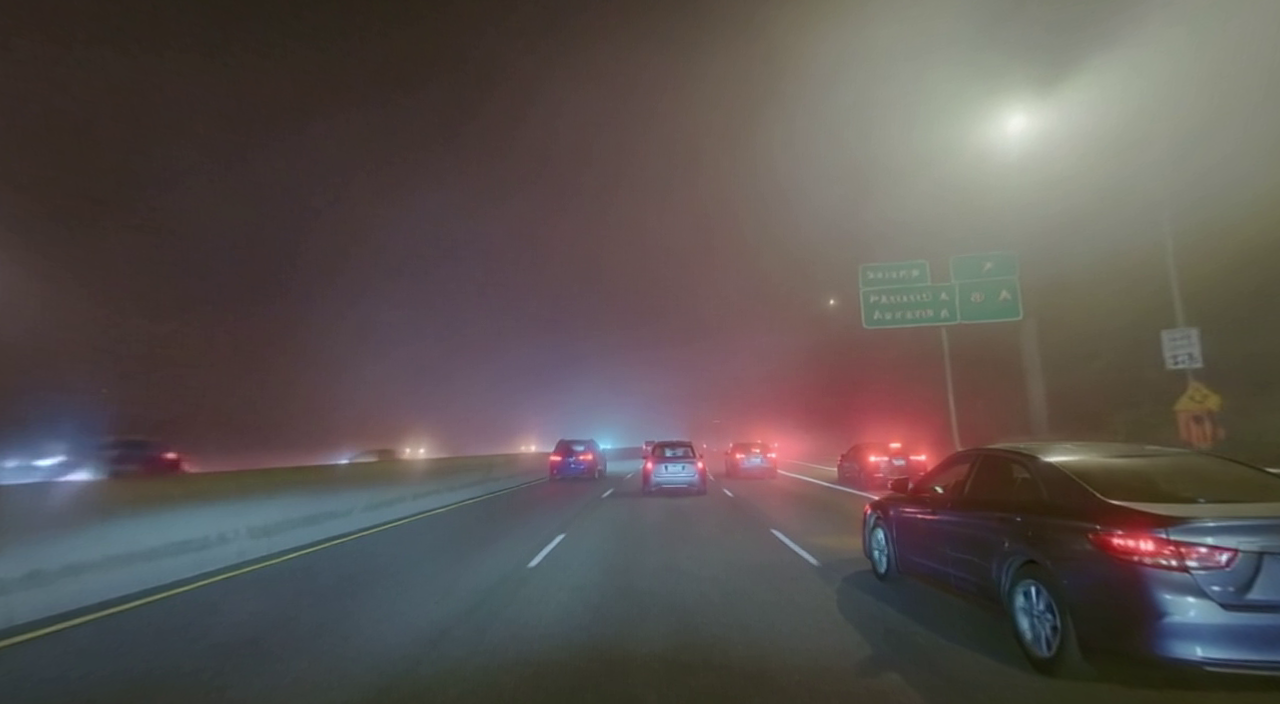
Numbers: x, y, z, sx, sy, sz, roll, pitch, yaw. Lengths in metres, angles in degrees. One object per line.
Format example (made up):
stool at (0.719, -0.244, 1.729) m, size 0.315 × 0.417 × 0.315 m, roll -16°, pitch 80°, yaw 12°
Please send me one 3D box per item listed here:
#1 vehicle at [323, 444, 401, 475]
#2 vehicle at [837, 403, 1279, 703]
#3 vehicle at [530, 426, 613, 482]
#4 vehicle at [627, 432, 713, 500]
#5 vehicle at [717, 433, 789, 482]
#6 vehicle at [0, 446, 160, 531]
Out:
vehicle at (-14.542, 5.658, 33.217) m, size 1.874 × 1.504 × 4.406 m, roll 0°, pitch -9°, yaw 3°
vehicle at (3.191, 1.288, 4.705) m, size 2.009 × 1.489 × 4.559 m, roll 0°, pitch -9°, yaw 1°
vehicle at (-2.551, 4.022, 25.059) m, size 2.434 × 1.965 × 5.305 m, roll 0°, pitch -9°, yaw 3°
vehicle at (0.790, 3.038, 17.075) m, size 2.074 × 1.614 × 3.803 m, roll 0°, pitch -9°, yaw 2°
vehicle at (4.178, 3.988, 24.079) m, size 2.076 × 1.684 × 4.241 m, roll 0°, pitch -9°, yaw 2°
vehicle at (-12.358, 2.644, 12.615) m, size 1.906 × 1.499 × 4.426 m, roll 0°, pitch -9°, yaw 2°
